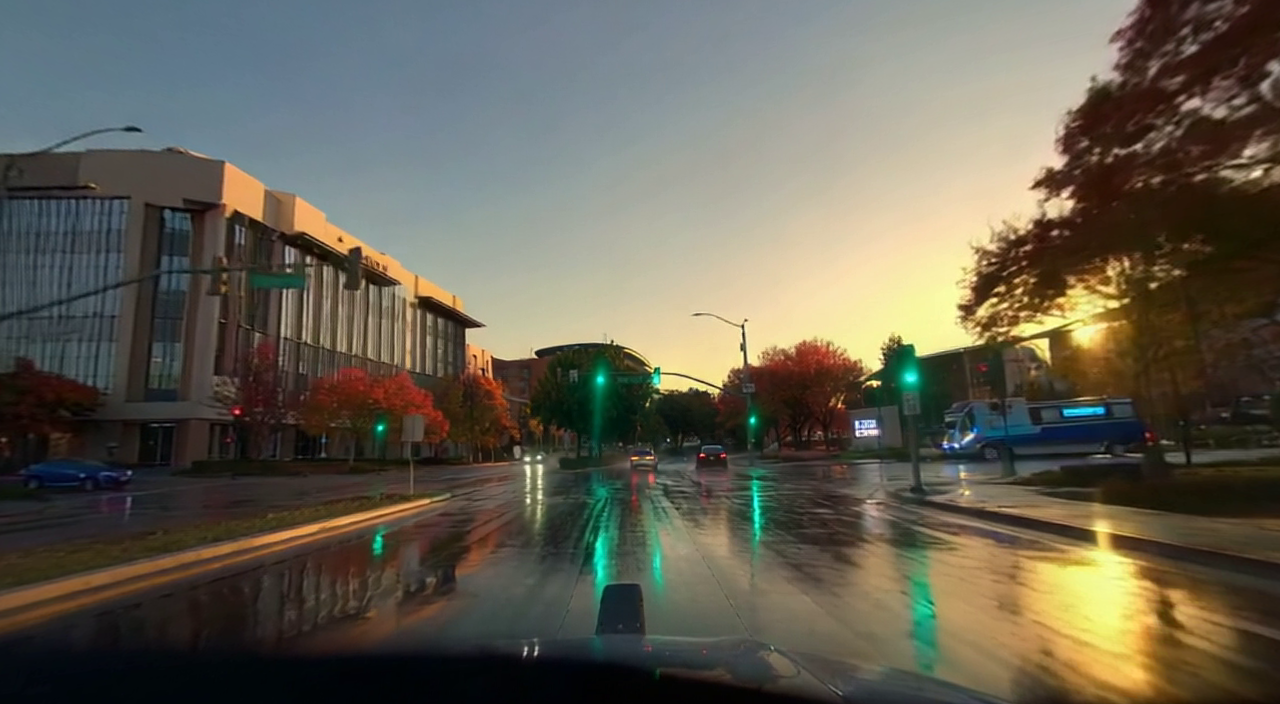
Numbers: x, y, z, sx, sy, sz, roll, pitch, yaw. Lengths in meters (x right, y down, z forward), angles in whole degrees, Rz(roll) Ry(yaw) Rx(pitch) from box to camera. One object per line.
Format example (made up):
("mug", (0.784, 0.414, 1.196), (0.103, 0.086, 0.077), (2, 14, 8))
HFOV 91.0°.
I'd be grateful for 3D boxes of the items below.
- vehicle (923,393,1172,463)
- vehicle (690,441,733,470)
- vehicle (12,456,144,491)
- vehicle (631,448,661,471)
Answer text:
("vehicle", (21.647, 4.155, 34.129), (10.893, 3.534, 3.195), (-1, -9, 4))
("vehicle", (4.664, 6.874, 41.899), (2.174, 1.749, 4.739), (0, -9, -1))
("vehicle", (-26.887, 5.813, 30.213), (4.500, 1.555, 1.913), (0, -9, 2))
("vehicle", (0.430, 7.486, 43.981), (2.014, 1.525, 4.197), (0, -9, 1))
